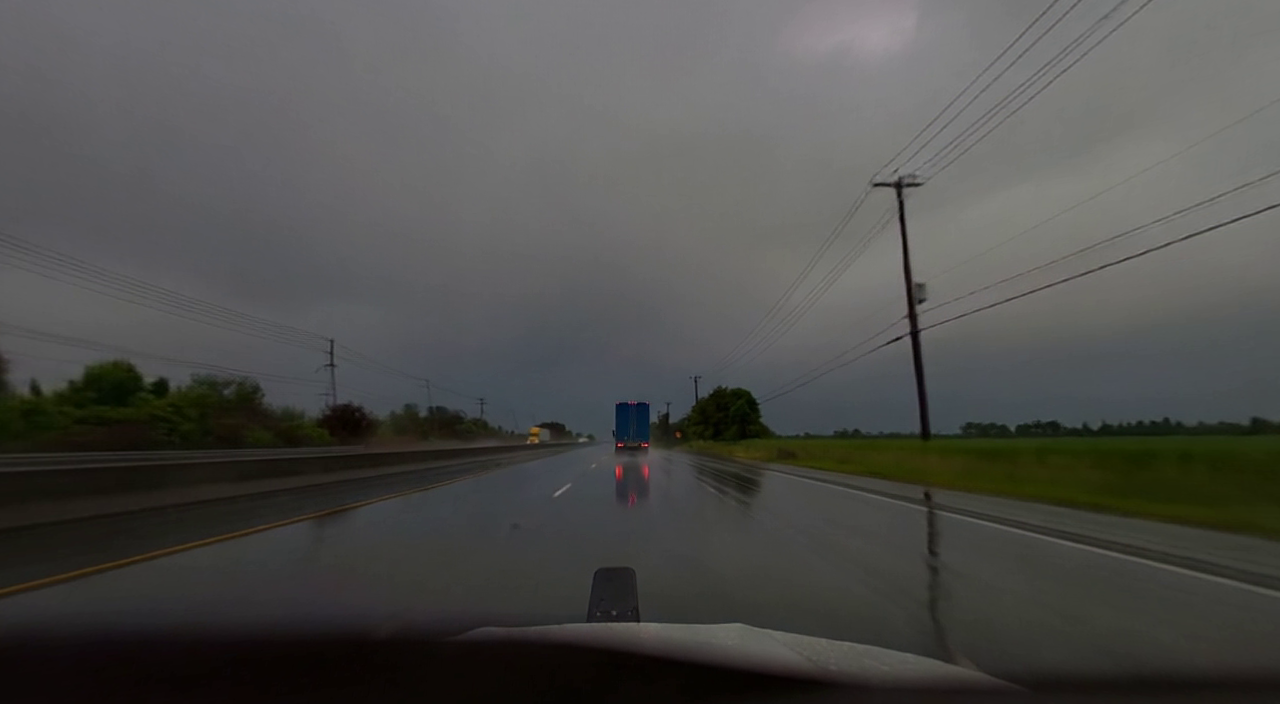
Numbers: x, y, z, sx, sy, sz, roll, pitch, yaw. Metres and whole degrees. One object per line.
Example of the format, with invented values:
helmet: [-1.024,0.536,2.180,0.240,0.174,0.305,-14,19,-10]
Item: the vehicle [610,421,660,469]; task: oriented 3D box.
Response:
vehicle: [-0.318,4.487,30.595,2.240,2.129,4.480,0,-8,-2]
